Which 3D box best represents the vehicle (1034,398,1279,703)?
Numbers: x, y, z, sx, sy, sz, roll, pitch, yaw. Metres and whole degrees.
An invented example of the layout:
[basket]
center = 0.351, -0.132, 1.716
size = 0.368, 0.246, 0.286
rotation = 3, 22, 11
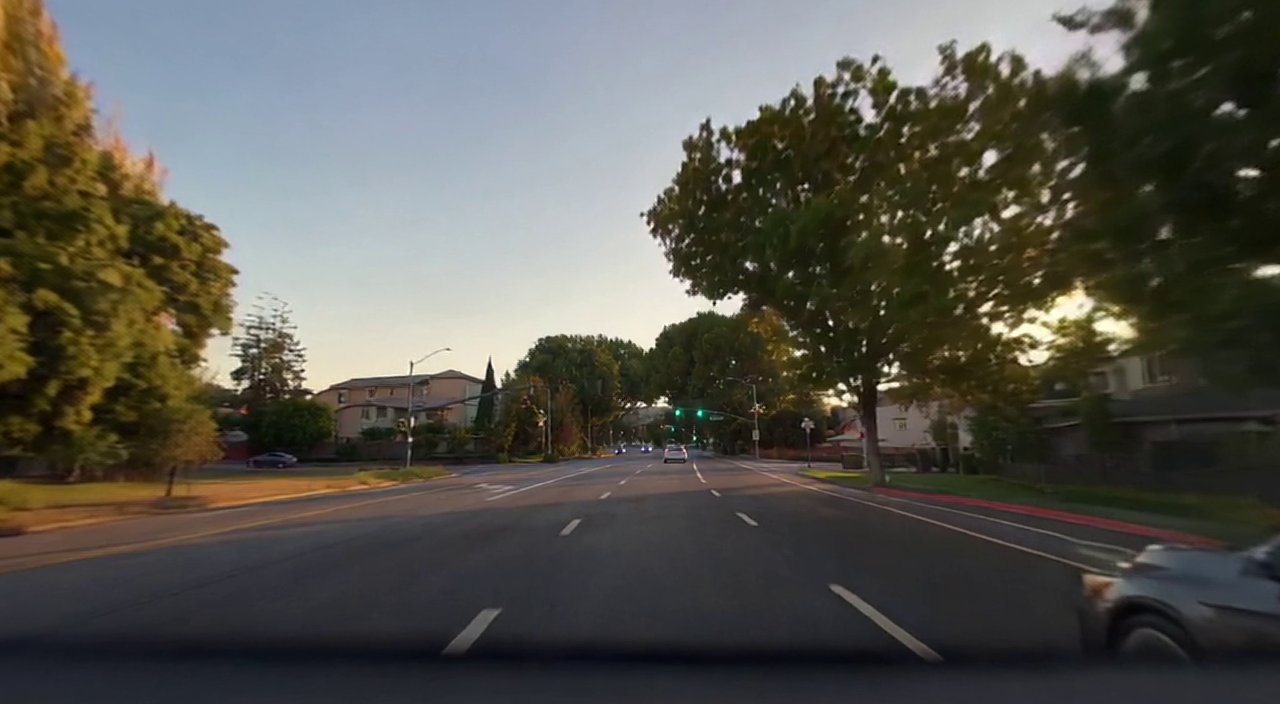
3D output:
[vehicle]
center = 3.235, 0.775, 1.279
size = 2.134, 1.476, 4.327
rotation = 0, -8, 1
